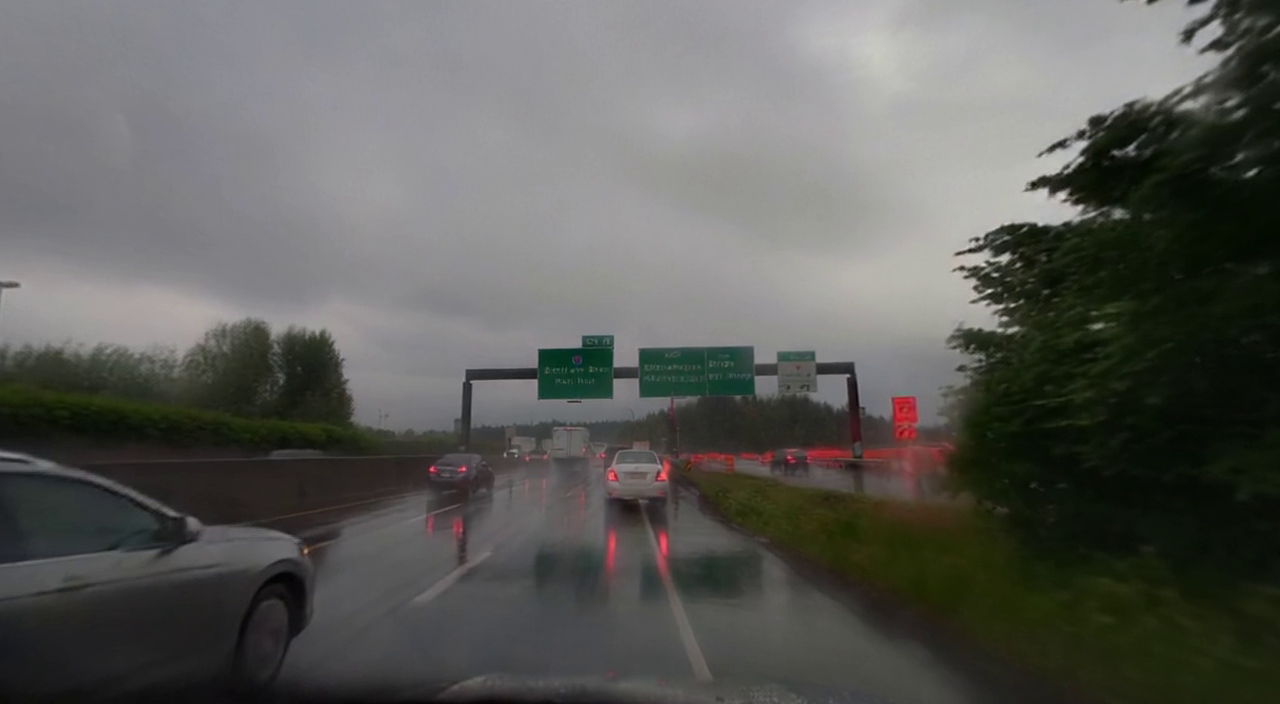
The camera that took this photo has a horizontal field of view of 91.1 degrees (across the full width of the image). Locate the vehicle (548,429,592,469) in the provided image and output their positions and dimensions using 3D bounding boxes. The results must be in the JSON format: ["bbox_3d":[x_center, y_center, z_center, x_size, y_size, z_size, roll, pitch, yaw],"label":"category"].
[{"bbox_3d":[-4.902,6.985,45.290,2.326,2.645,6.249,0,-9,1],"label":"vehicle"}]

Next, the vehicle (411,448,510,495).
[{"bbox_3d":[-5.940,3.987,21.372,2.063,1.417,4.000,-1,-9,2],"label":"vehicle"}]

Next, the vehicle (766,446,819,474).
[{"bbox_3d":[8.373,5.944,34.798,1.871,1.460,3.754,0,-9,-2],"label":"vehicle"}]

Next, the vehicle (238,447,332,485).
[{"bbox_3d":[-19.198,6.162,34.332,2.107,1.844,5.102,0,-9,1],"label":"vehicle"}]

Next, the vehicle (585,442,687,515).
[{"bbox_3d":[-0.128,2.849,14.591,2.080,1.451,3.512,0,-9,-1],"label":"vehicle"}]
